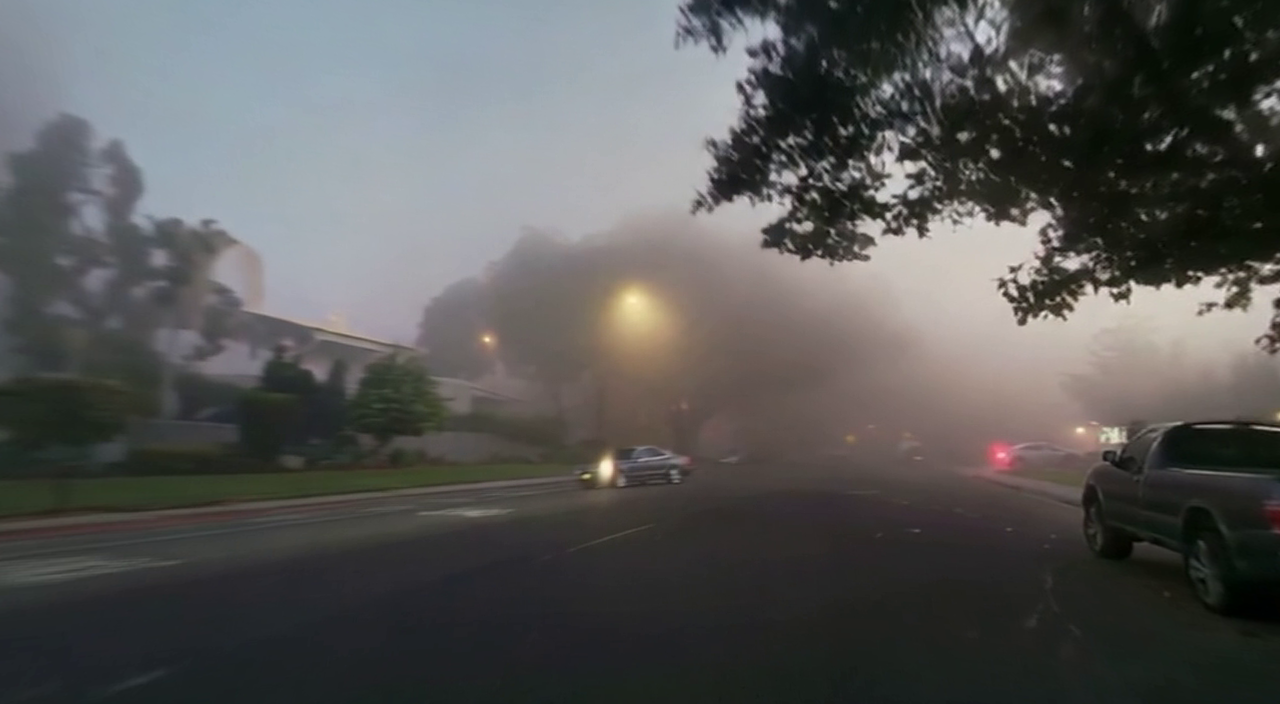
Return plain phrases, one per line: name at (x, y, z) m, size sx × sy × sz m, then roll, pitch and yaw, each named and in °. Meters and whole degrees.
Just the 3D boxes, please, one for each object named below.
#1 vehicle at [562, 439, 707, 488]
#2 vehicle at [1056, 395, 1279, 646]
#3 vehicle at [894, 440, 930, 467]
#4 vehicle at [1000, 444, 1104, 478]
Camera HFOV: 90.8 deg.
vehicle at (-0.235, 3.870, 22.108) m, size 4.750 × 1.559 × 1.928 m, roll 2°, pitch -9°, yaw -13°
vehicle at (6.312, 1.545, 6.680) m, size 2.154 × 1.855 × 4.689 m, roll -3°, pitch -9°, yaw 21°
vehicle at (20.873, 7.769, 48.559) m, size 2.051 × 1.925 × 4.625 m, roll -3°, pitch -9°, yaw 18°
vehicle at (24.310, 6.428, 37.480) m, size 4.733 × 1.843 × 2.005 m, roll -2°, pitch -8°, yaw 20°
